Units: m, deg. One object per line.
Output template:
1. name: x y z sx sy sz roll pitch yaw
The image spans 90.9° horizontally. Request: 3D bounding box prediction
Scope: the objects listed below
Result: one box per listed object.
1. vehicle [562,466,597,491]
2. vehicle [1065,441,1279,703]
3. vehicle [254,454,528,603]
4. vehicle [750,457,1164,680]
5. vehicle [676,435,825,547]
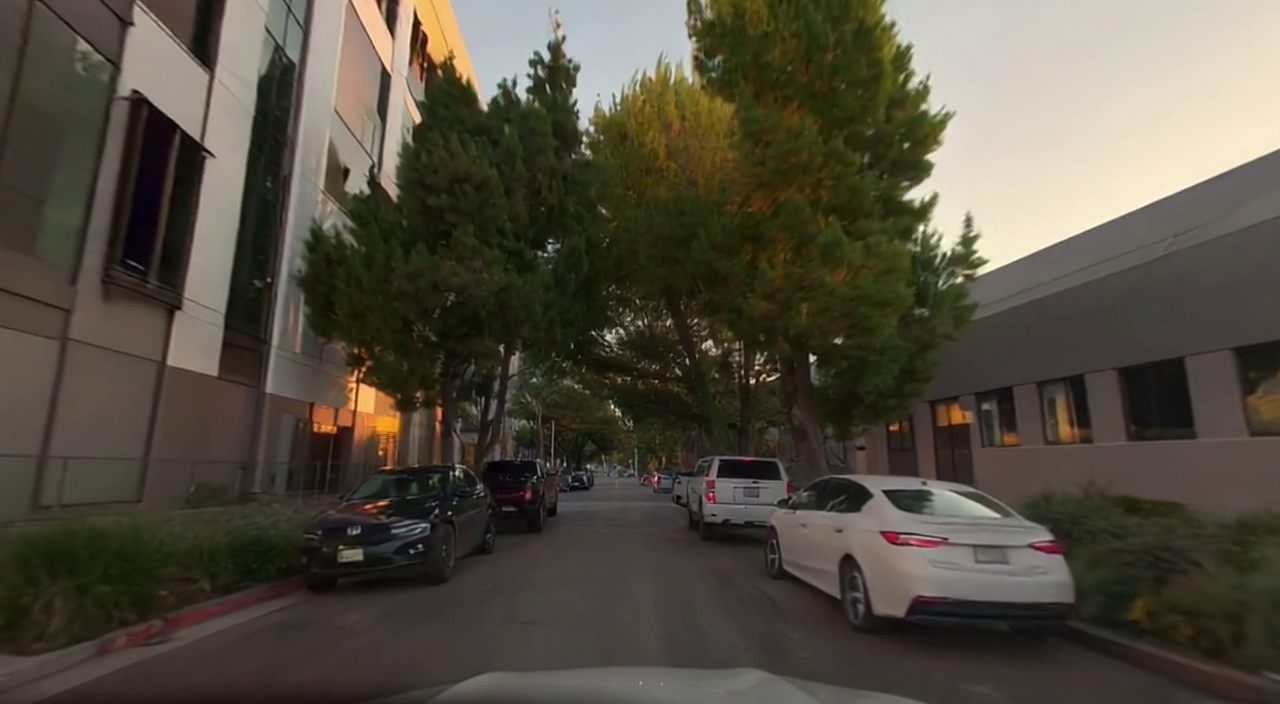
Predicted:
1. vehicle: -3.719 7.881 39.326 2.002 1.460 4.201 1 -11 -3
2. vehicle: 2.935 0.812 0.724 1.889 1.482 4.118 1 -11 -2
3. vehicle: -2.890 2.196 8.600 2.018 1.461 4.413 1 -11 -2
4. vehicle: 2.592 1.919 6.645 1.815 1.479 4.498 1 -11 -3
5. vehicle: 2.146 2.975 13.916 2.242 1.972 4.898 1 -11 -2
